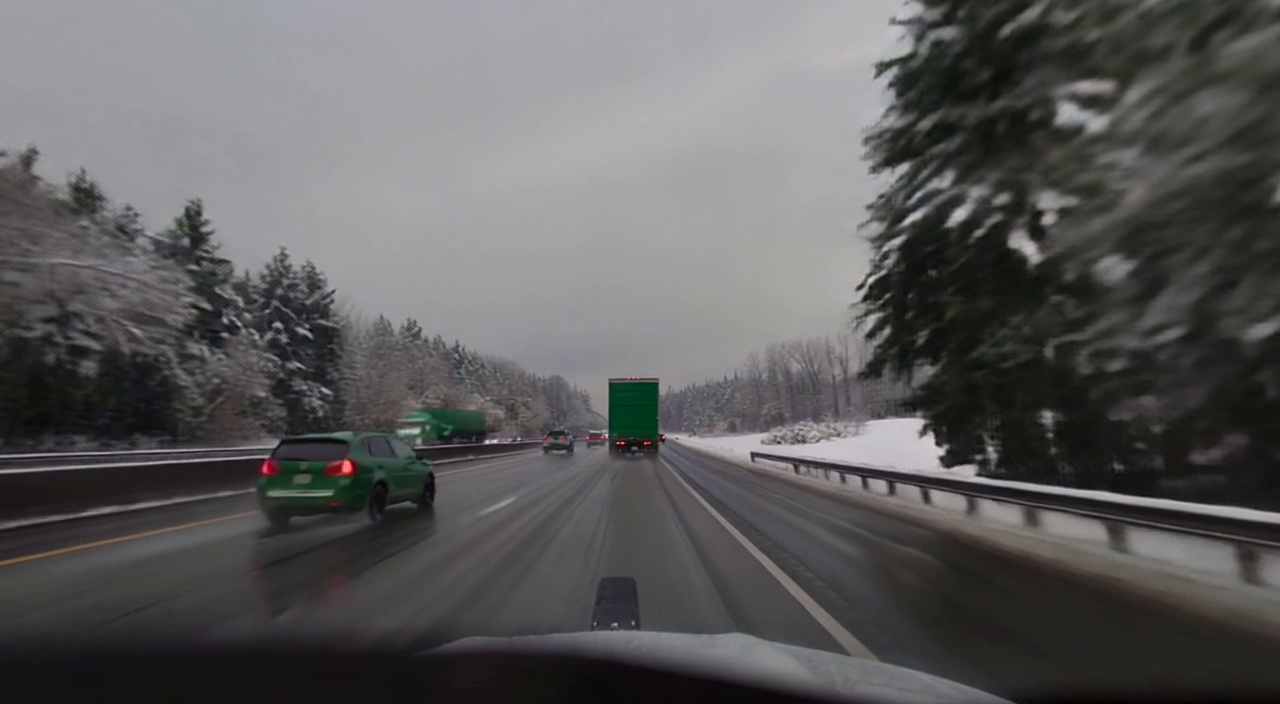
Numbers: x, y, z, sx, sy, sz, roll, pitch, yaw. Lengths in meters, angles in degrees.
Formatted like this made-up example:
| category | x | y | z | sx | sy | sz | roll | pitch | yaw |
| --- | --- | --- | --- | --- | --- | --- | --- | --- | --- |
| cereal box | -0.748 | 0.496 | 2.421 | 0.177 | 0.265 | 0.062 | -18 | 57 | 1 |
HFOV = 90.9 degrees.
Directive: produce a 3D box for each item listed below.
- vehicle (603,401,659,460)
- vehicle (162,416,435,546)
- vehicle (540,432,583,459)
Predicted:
| category | x | y | z | sx | sy | sz | roll | pitch | yaw |
| --- | --- | --- | --- | --- | --- | --- | --- | --- | --- |
| vehicle | -0.374 | 3.371 | 27.003 | 2.319 | 2.461 | 1.270 | 0 | -8 | 0 |
| vehicle | -4.709 | 1.802 | 9.493 | 1.909 | 1.520 | 3.897 | 0 | -8 | 0 |
| vehicle | -5.017 | 6.058 | 40.987 | 2.138 | 1.697 | 4.587 | 0 | -8 | 1 |
